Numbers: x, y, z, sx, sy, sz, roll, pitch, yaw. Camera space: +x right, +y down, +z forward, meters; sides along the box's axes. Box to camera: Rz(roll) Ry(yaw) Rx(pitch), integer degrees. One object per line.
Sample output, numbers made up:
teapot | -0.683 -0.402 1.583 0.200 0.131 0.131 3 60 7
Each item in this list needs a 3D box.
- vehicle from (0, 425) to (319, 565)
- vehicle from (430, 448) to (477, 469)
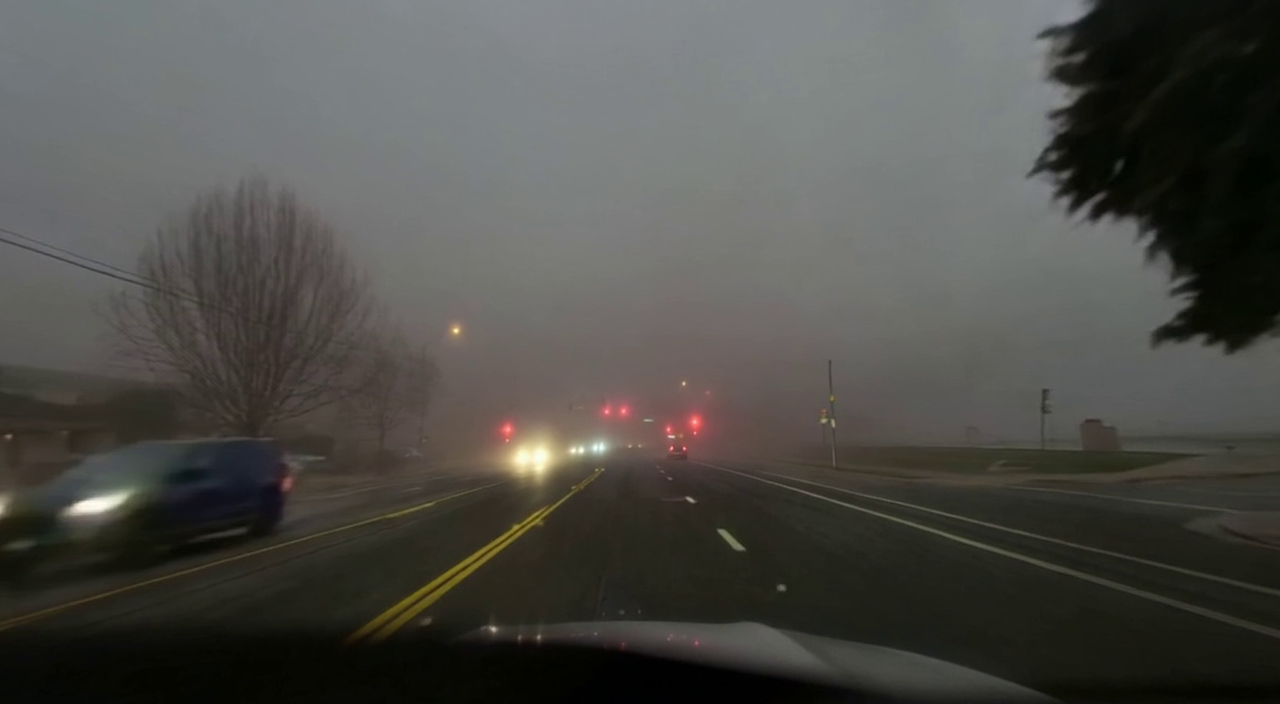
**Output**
vehicle | -7.234 2.090 10.059 1.958 1.702 4.386 0 -8 -1
vehicle | -13.701 7.829 46.574 1.992 1.453 4.439 0 -8 2
